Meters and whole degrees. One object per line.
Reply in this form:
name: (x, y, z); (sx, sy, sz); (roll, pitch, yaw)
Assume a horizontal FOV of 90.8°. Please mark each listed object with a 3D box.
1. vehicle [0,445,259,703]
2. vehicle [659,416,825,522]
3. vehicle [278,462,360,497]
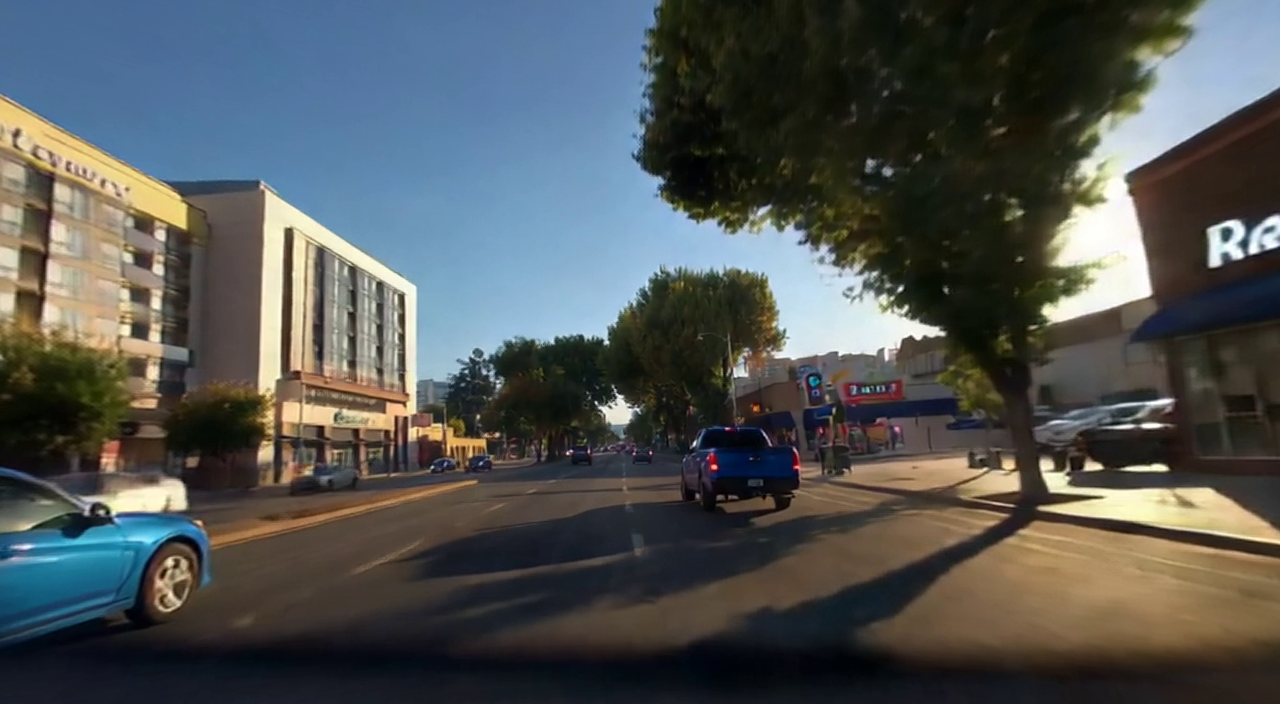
vehicle: (-4.037, 1.156, 2.908); (1.888, 1.424, 4.553); (0, -8, -2)
vehicle: (1.984, 2.589, 14.620); (2.590, 1.932, 5.776); (0, -8, -3)
vehicle: (-15.585, 6.171, 30.959); (1.826, 1.455, 4.412); (0, -8, -2)
